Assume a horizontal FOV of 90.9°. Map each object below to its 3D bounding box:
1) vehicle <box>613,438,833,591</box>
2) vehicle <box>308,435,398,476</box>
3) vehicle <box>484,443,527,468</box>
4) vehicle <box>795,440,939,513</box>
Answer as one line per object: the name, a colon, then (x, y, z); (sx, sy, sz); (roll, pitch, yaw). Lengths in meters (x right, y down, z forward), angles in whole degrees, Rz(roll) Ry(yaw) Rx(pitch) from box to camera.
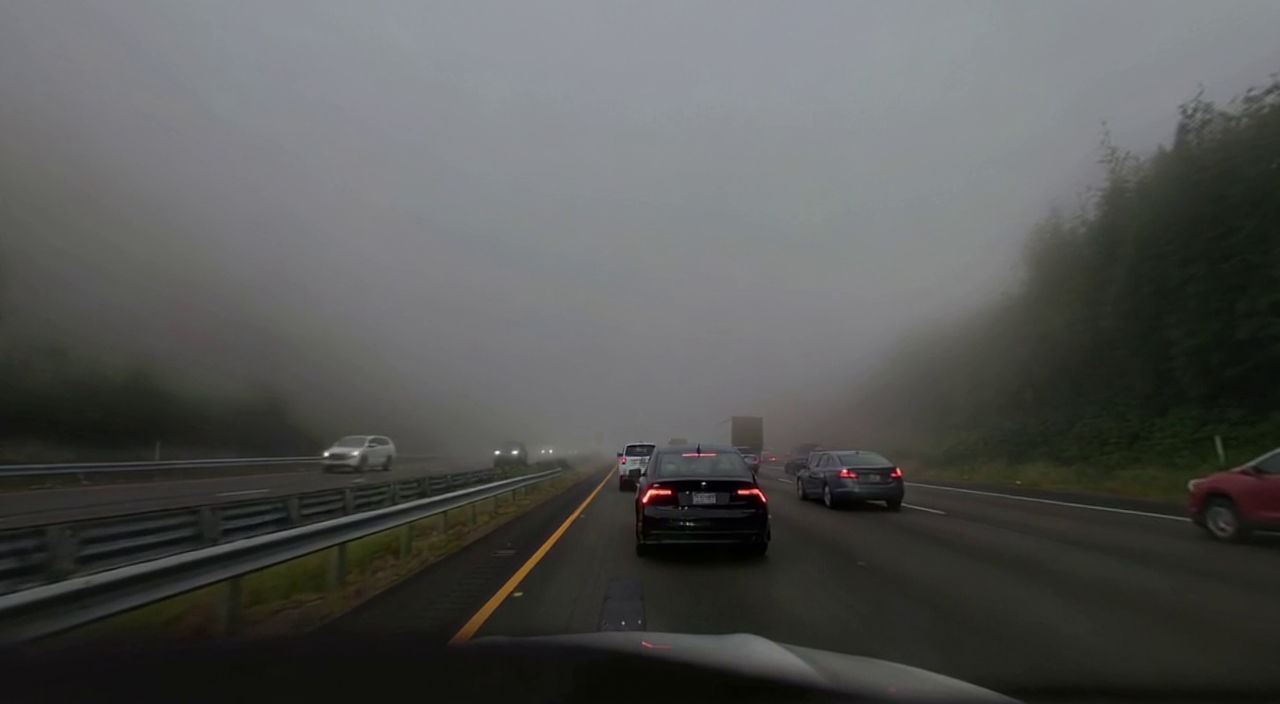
vehicle: (0.740, 1.843, 7.927); (2.094, 1.426, 3.725); (0, -9, -2)
vehicle: (-12.875, 4.670, 28.607); (1.991, 1.677, 4.499); (0, -9, -1)
vehicle: (-8.557, 6.645, 40.425); (1.865, 1.479, 3.882); (-1, -9, 1)
vehicle: (5.308, 2.953, 15.410); (1.908, 1.500, 4.157); (0, -9, -1)
